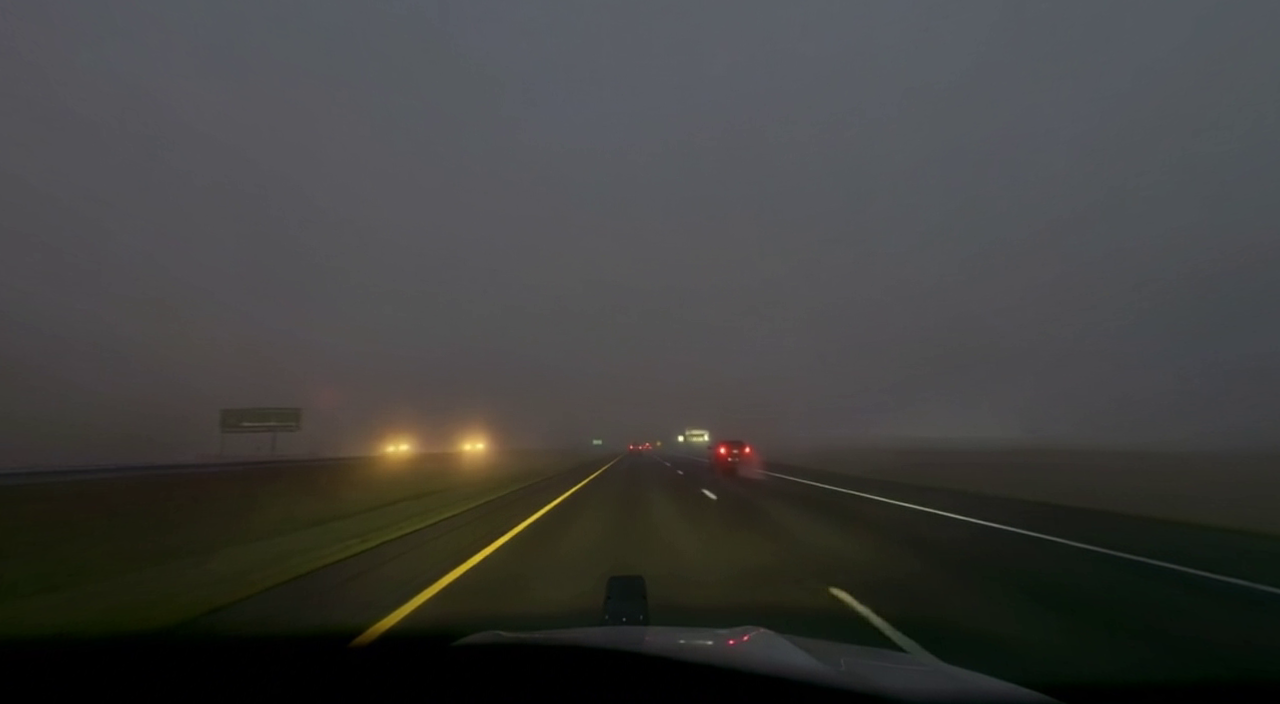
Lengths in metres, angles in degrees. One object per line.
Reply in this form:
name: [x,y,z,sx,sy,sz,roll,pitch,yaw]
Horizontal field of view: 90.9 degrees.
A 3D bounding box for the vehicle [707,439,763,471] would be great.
vehicle: [4.646,5.113,31.453,2.012,1.476,4.256,0,-8,-1]
